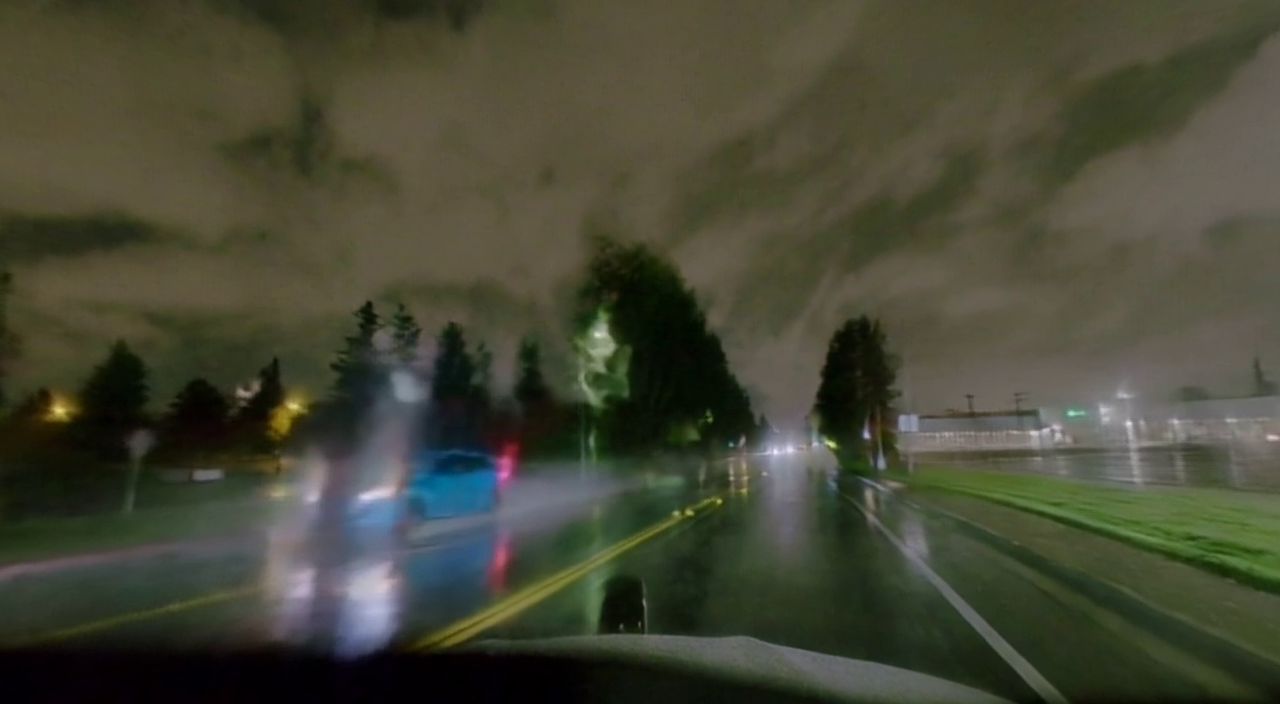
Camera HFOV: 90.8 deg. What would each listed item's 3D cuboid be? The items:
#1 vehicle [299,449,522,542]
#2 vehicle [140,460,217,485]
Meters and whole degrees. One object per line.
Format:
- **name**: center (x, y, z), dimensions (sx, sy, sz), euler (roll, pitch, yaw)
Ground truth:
- **vehicle**: center (-4.236, 2.685, 12.602), dimensions (1.926, 1.465, 4.433), euler (-2, -9, 15)
- **vehicle**: center (-30.746, 7.990, 42.067), dimensions (4.252, 1.506, 1.860), euler (-2, -10, 19)
